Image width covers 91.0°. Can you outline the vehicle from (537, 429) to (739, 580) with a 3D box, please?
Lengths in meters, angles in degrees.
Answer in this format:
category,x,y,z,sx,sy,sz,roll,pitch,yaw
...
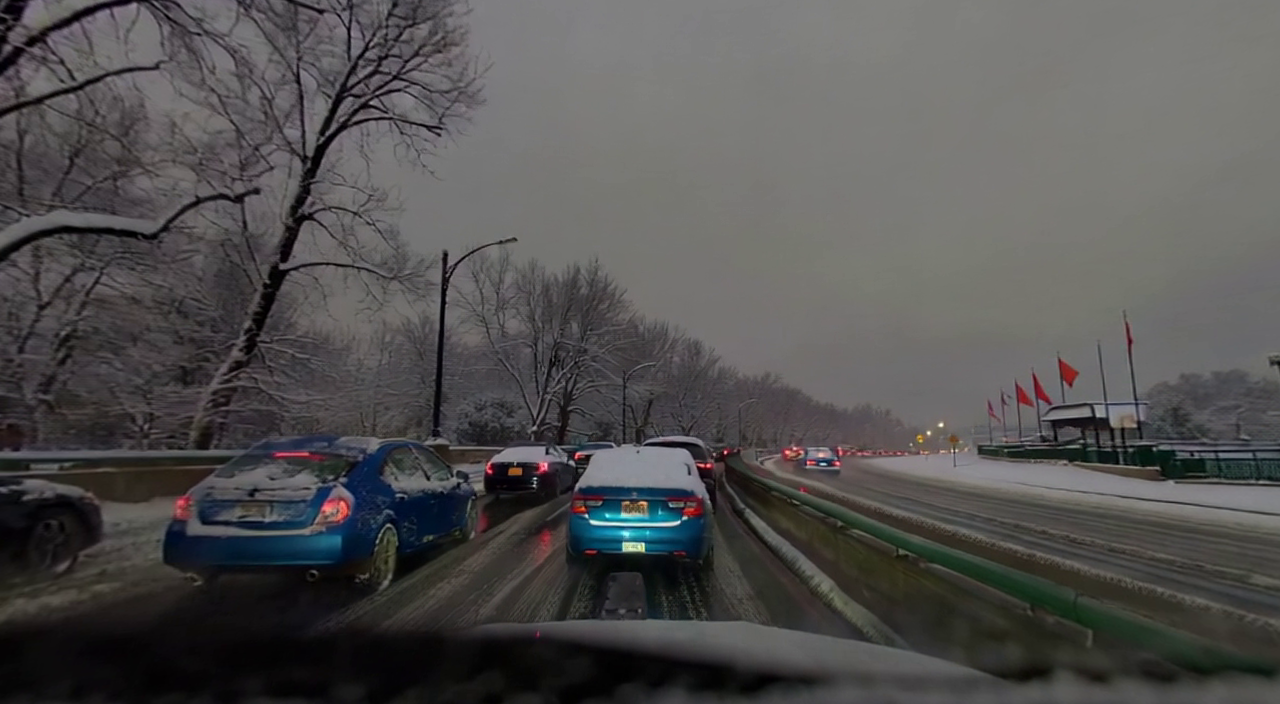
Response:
category,x,y,z,sx,sy,sz,roll,pitch,yaw
vehicle,0.091,1.901,8.703,2.090,1.506,4.276,0,-9,3

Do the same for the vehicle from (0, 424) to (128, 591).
category,x,y,z,sx,sy,sz,roll,pitch,yaw
vehicle,-6.930,1.295,4.974,2.121,1.510,4.244,0,-9,1

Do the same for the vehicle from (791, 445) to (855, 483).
category,x,y,z,sx,sy,sz,roll,pitch,yaw
vehicle,8.454,5.203,29.532,2.011,1.610,4.568,0,-9,5

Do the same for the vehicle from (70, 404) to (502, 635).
category,x,y,z,sx,sy,sz,roll,pitch,yaw
vehicle,-3.047,1.529,6.752,1.988,1.635,4.260,0,-9,3
